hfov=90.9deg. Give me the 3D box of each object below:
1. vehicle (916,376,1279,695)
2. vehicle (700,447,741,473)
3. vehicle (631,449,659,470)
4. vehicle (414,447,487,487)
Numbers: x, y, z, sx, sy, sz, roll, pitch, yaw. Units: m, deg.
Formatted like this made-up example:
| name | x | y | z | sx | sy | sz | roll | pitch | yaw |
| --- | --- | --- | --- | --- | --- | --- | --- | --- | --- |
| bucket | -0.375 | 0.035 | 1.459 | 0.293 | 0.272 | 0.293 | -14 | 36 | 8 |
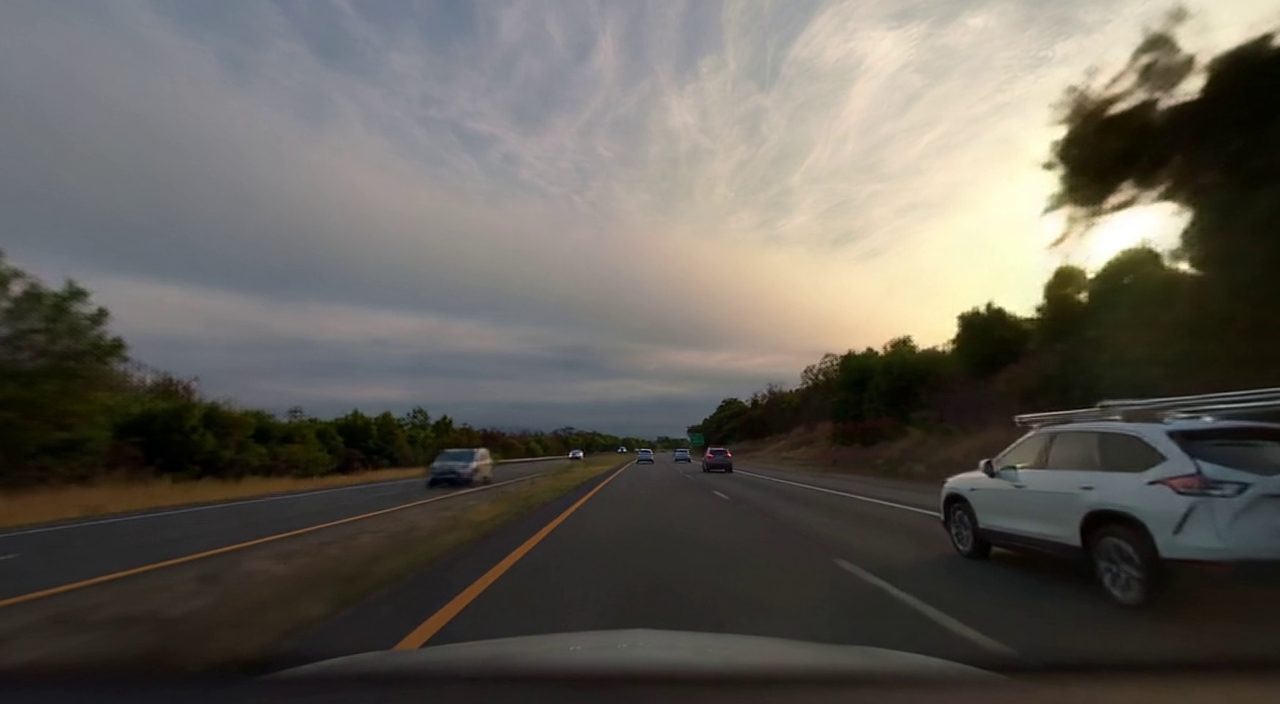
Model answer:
| name | x | y | z | sx | sy | sz | roll | pitch | yaw |
| --- | --- | --- | --- | --- | --- | --- | --- | --- | --- |
| vehicle | 4.218 | 1.233 | 5.211 | 1.978 | 1.604 | 4.128 | 0 | -9 | 0 |
| vehicle | 4.888 | 6.595 | 38.663 | 1.964 | 1.513 | 3.707 | 0 | -9 | -1 |
| vehicle | 0.351 | 7.863 | 46.280 | 1.991 | 1.459 | 3.769 | 0 | -9 | 0 |
| vehicle | -8.775 | 5.354 | 29.590 | 2.087 | 1.687 | 4.227 | 0 | -9 | 0 |
